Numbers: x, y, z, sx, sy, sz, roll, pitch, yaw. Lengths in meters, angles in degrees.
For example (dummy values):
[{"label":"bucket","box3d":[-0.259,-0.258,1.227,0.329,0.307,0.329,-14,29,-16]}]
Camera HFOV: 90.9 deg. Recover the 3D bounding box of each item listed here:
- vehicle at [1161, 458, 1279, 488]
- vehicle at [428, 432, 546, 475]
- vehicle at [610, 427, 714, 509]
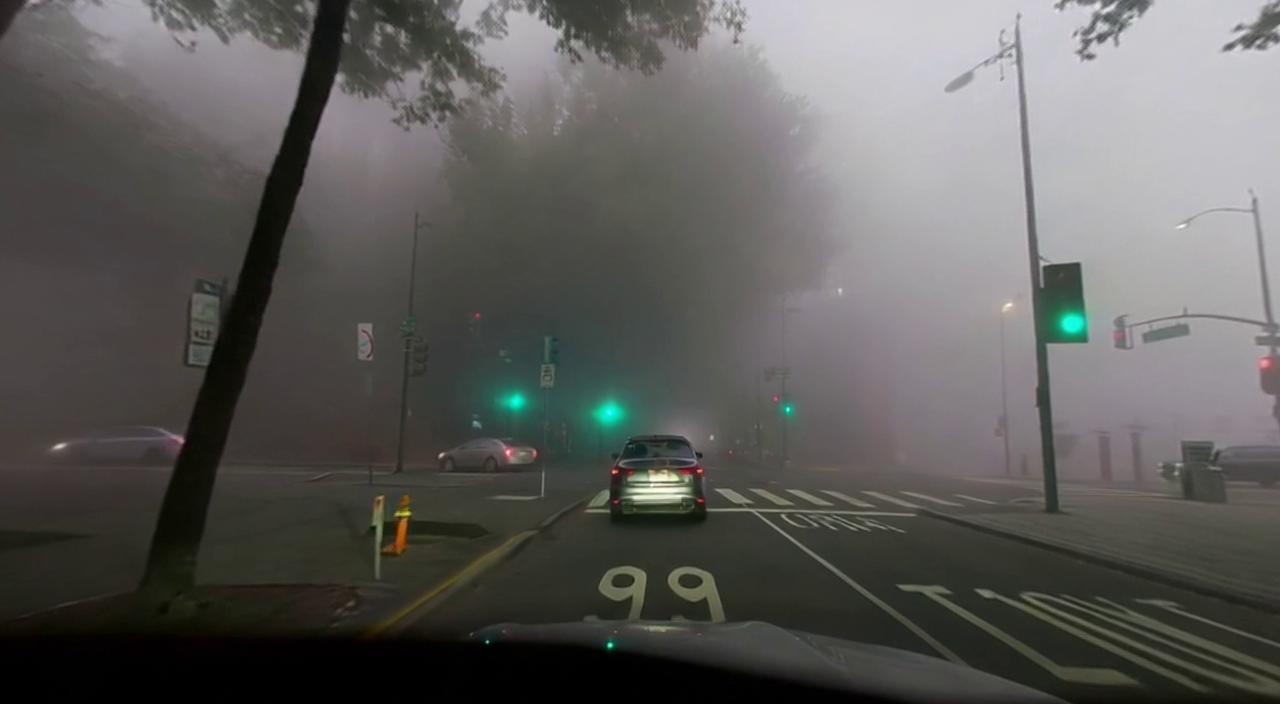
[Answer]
[{"label":"vehicle","box3d":[30.515,6.344,33.127,4.668,1.441,1.904,0,-8,-4]},{"label":"vehicle","box3d":[-6.070,4.001,24.978,4.282,1.519,2.077,-5,-10,30]},{"label":"vehicle","box3d":[0.528,2.621,14.639,2.079,1.621,3.861,-1,-8,3]}]
